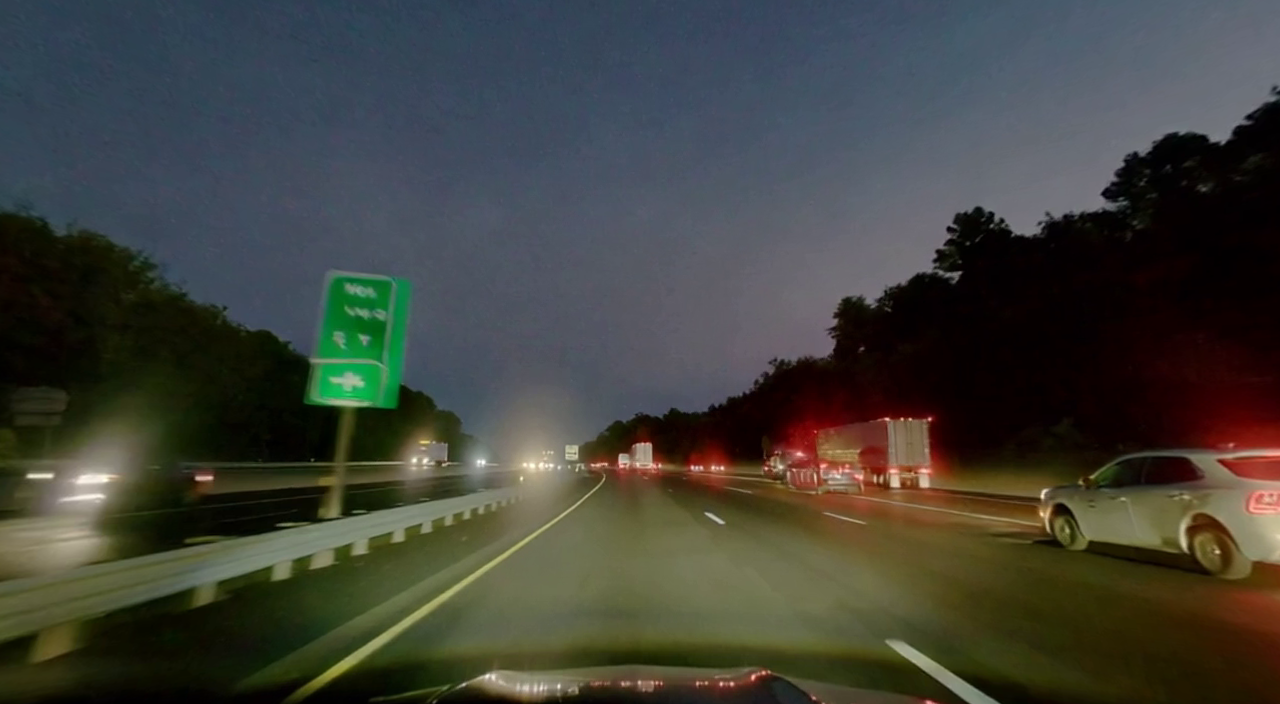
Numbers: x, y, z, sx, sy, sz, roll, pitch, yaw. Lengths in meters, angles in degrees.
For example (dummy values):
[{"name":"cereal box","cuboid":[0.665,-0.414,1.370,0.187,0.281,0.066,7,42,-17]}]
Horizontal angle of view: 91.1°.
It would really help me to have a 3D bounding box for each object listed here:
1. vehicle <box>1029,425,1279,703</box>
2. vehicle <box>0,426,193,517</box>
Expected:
[{"name":"vehicle","cuboid":[4.124,1.056,2.663,1.965,1.502,4.599,1,-10,0]},{"name":"vehicle","cuboid":[-12.926,2.693,14.389,1.975,1.722,4.535,1,-10,0]}]
